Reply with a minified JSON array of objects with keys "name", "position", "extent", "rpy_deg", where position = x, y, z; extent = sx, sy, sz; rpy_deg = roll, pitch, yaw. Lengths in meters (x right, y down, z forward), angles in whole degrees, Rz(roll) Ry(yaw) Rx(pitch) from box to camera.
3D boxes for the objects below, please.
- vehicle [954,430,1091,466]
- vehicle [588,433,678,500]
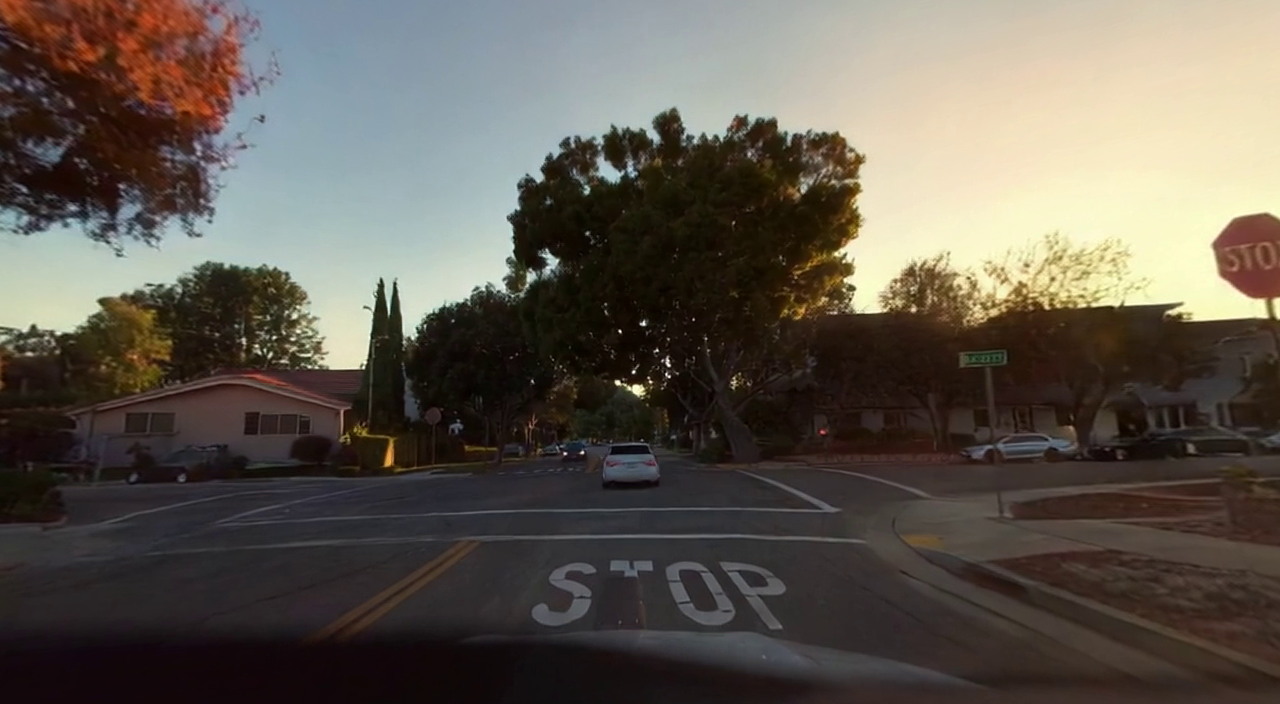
[{"name":"vehicle","position":[16.673,4.205,27.596],"extent":[4.748,1.488,2.029],"rpy_deg":[1,-9,-3]},{"name":"vehicle","position":[-0.262,2.921,16.475],"extent":[2.043,1.484,4.340],"rpy_deg":[1,-9,-3]}]
